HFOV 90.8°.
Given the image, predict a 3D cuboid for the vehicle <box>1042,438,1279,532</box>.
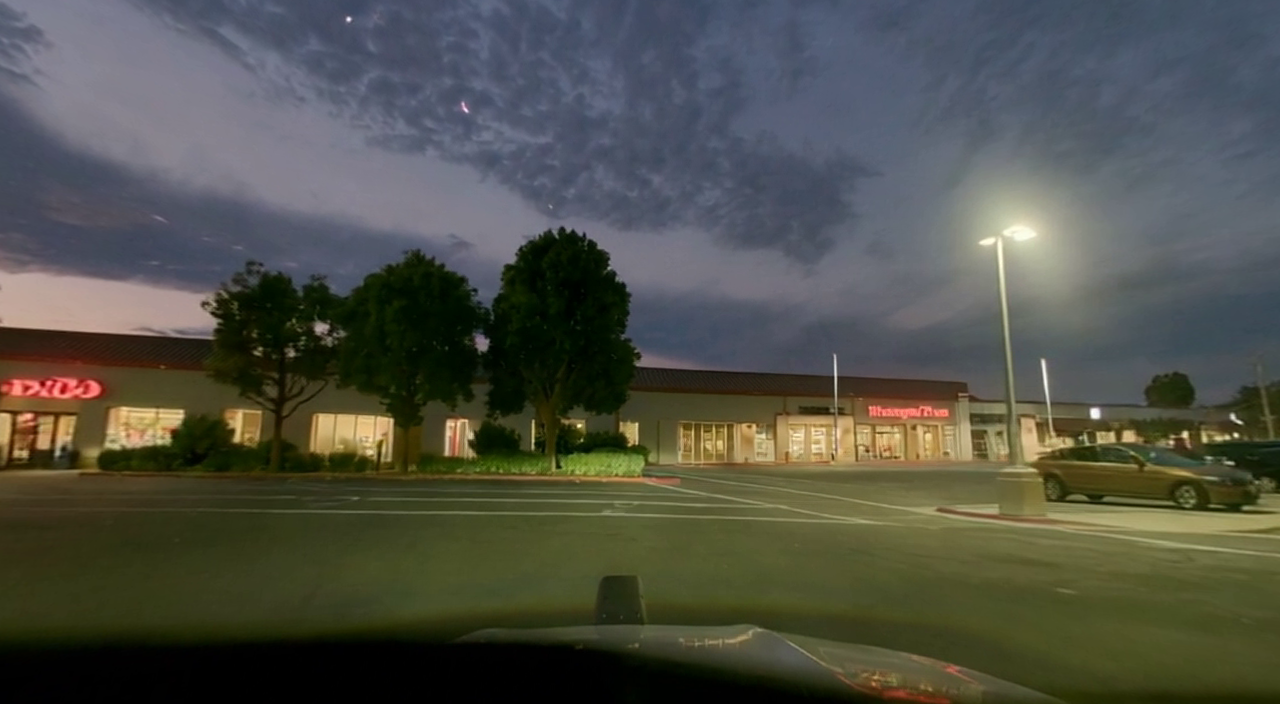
[{"bbox_3d":[11.032,2.517,12.670,2.140,1.507,4.856,1,-9,-11],"label":"vehicle"}]
